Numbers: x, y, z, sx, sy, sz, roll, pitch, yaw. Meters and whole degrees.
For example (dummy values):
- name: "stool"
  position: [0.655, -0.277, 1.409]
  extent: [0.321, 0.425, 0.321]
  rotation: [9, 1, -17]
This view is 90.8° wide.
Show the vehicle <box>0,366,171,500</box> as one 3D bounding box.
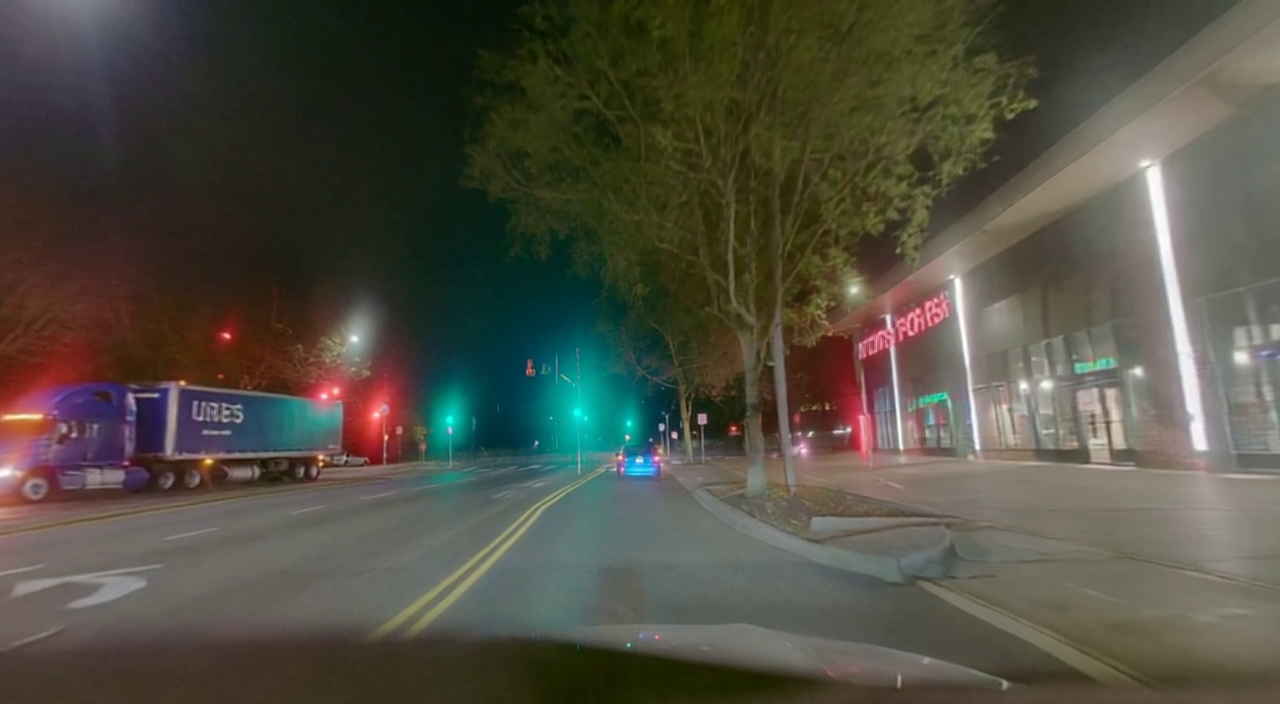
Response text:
- name: "vehicle"
  position: [-19.980, 2.719, 20.961]
  extent: [3.045, 3.961, 6.104]
  rotation: [-3, -9, 18]

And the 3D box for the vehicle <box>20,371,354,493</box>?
- name: "vehicle"
  position: [-17.866, 3.506, 26.879]
  extent: [2.792, 4.025, 11.784]
  rotation: [-3, -9, 20]

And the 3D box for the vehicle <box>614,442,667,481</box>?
- name: "vehicle"
  position: [0.090, 4.432, 25.851]
  extent: [2.006, 1.470, 3.799]
  rotation: [0, -8, 2]
